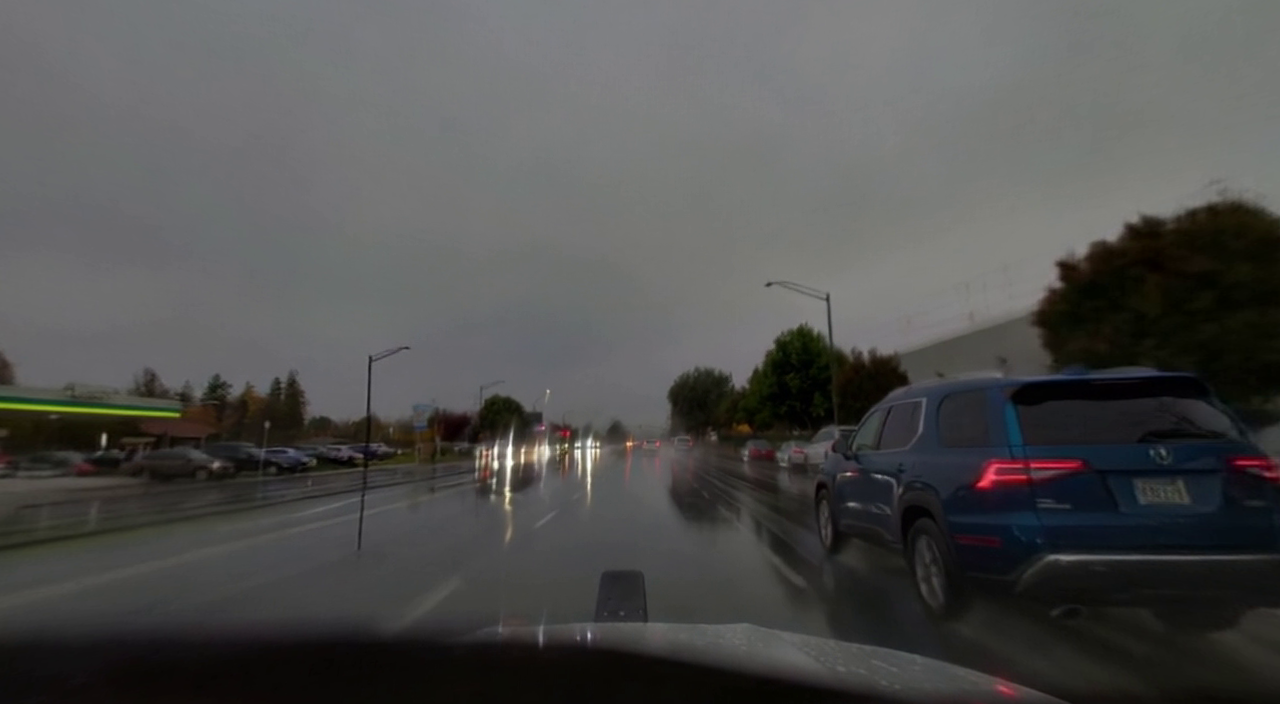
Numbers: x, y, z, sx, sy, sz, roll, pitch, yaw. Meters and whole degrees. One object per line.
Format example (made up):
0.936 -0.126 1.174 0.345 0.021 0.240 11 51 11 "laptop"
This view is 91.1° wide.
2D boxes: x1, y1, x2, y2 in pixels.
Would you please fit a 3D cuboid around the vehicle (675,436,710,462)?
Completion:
3.904 7.355 47.653 2.317 1.857 5.150 0 -8 1 "vehicle"

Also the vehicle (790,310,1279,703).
2.960 1.113 5.341 2.246 1.963 4.777 0 -8 1 "vehicle"

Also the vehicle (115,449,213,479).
-25.937 6.074 34.273 3.765 1.559 1.915 0 -8 1 "vehicle"
